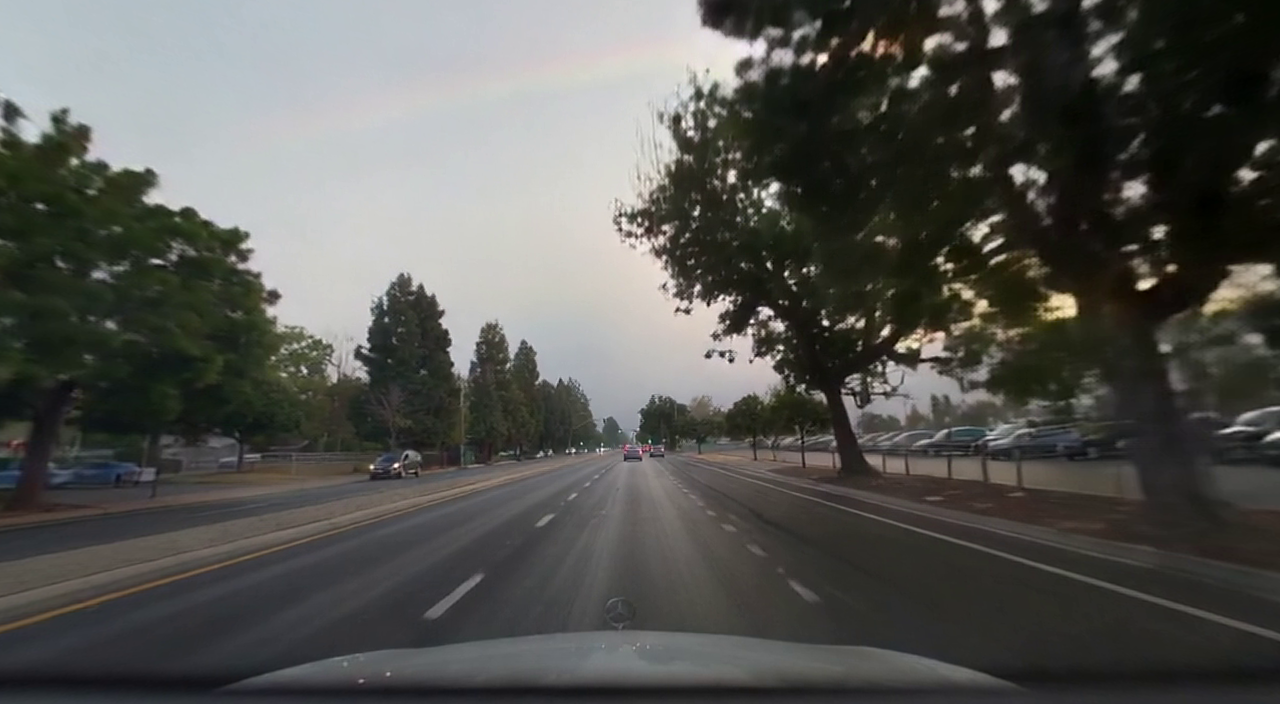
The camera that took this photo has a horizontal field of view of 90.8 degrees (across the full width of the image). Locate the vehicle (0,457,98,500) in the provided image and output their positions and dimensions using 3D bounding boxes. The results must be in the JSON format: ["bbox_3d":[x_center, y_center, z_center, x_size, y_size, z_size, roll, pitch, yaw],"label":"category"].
[{"bbox_3d":[-24.534,5.041,25.349,3.658,1.605,1.985,0,-9,0],"label":"vehicle"}]

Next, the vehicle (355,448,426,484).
[{"bbox_3d":[-14.731,6.718,37.657,2.055,1.742,5.503,-4,-8,0],"label":"vehicle"}]
